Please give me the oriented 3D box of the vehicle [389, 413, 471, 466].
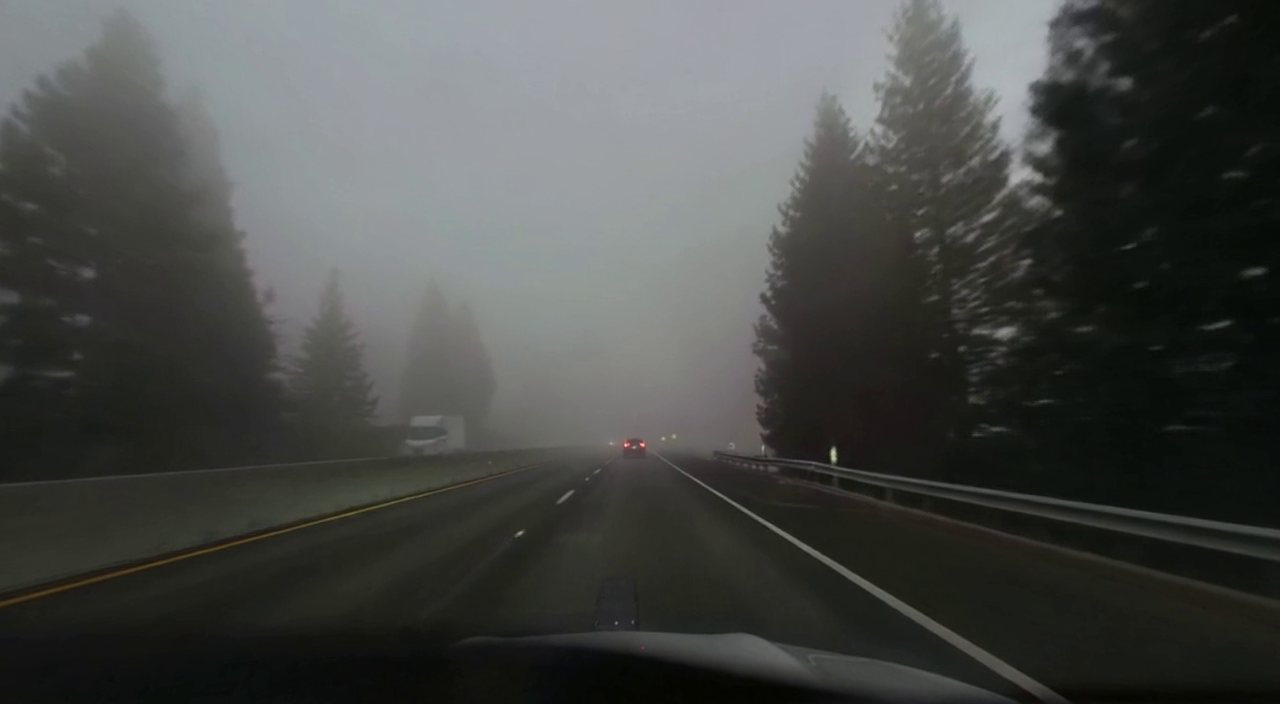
[{"bbox_3d":[-15.014,6.405,45.865,2.906,3.478,8.700,0,-8,0],"label":"vehicle"}]
